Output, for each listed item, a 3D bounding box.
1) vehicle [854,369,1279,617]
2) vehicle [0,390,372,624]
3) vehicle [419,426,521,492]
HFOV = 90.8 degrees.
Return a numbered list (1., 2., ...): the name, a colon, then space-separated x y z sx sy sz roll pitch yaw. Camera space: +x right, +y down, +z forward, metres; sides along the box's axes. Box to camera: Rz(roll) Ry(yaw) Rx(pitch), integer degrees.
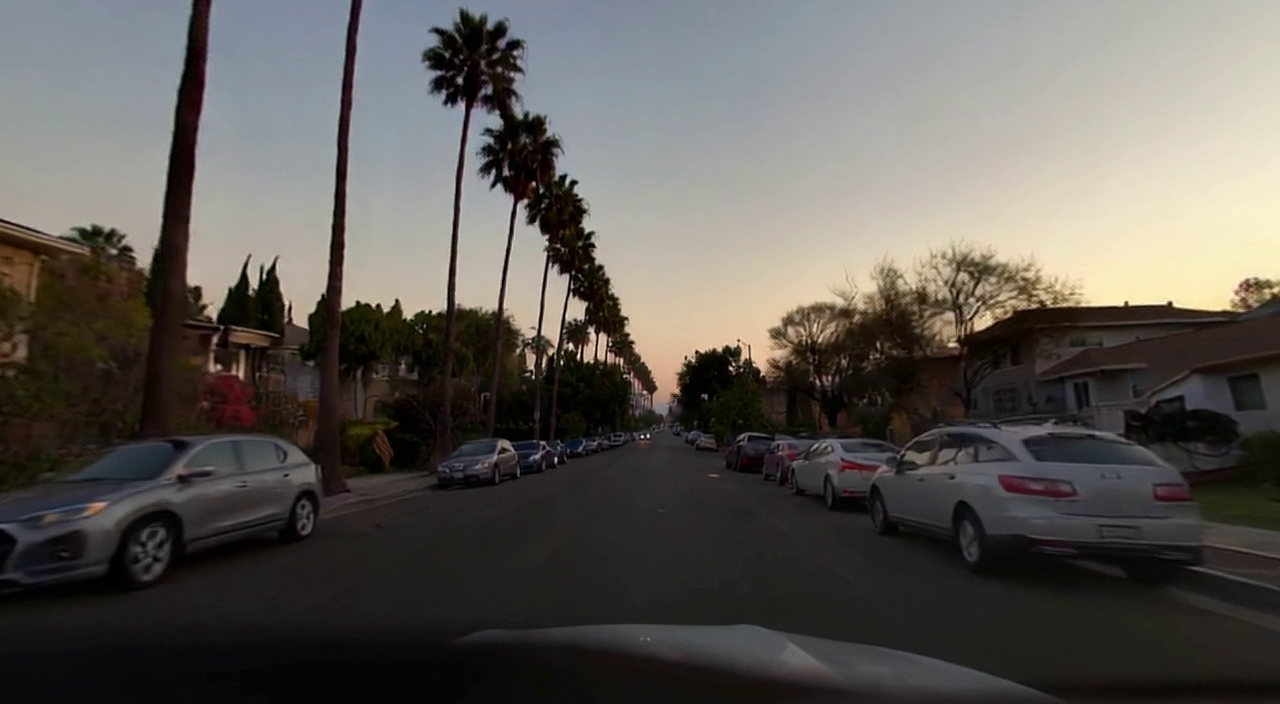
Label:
1. vehicle: 4.242 1.452 7.405 1.964 1.889 4.708 2 -8 2
2. vehicle: -5.476 1.603 7.620 2.020 1.819 5.168 -1 -9 2
3. vehicle: -5.174 3.328 19.902 1.947 1.803 4.381 -1 -8 0
